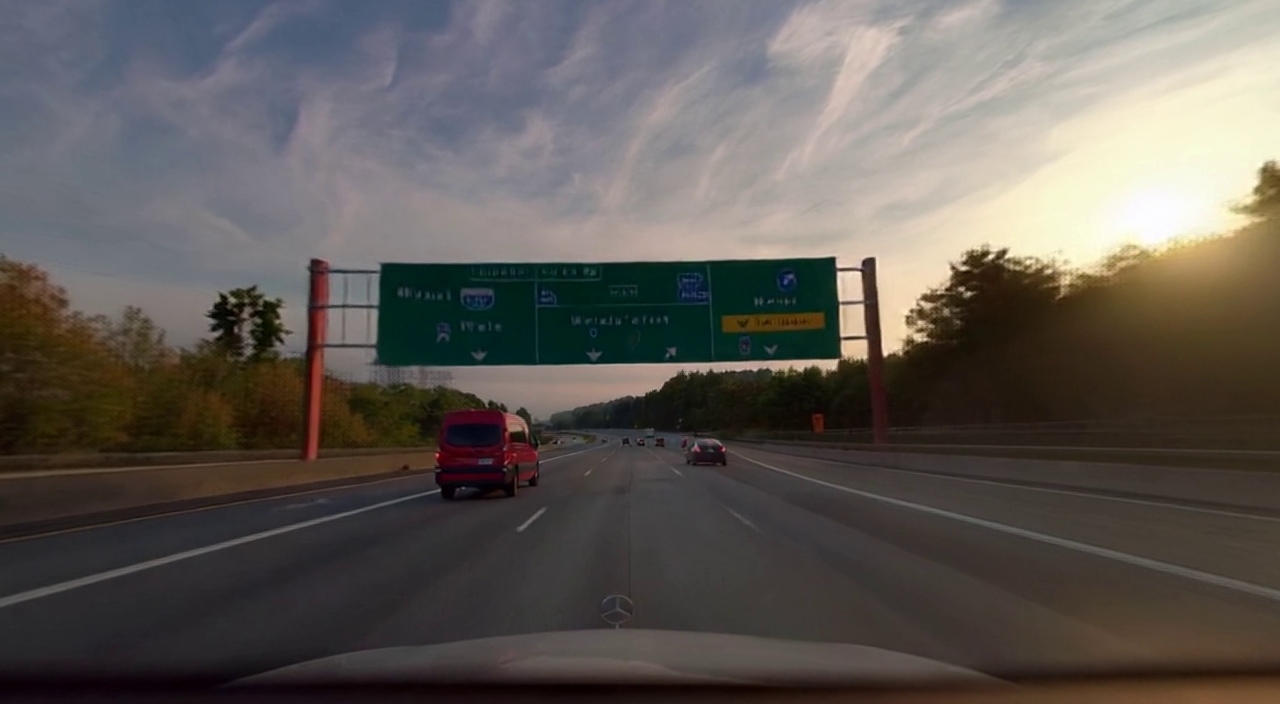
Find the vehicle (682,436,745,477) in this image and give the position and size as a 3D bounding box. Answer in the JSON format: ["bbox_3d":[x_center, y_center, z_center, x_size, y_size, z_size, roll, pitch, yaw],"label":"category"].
[{"bbox_3d":[2.839,4.109,25.185,2.020,1.464,3.803,0,-8,-1],"label":"vehicle"}]

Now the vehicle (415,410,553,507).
[{"bbox_3d":[-3.660,2.600,15.986,2.275,2.053,5.082,0,-8,-1],"label":"vehicle"}]
